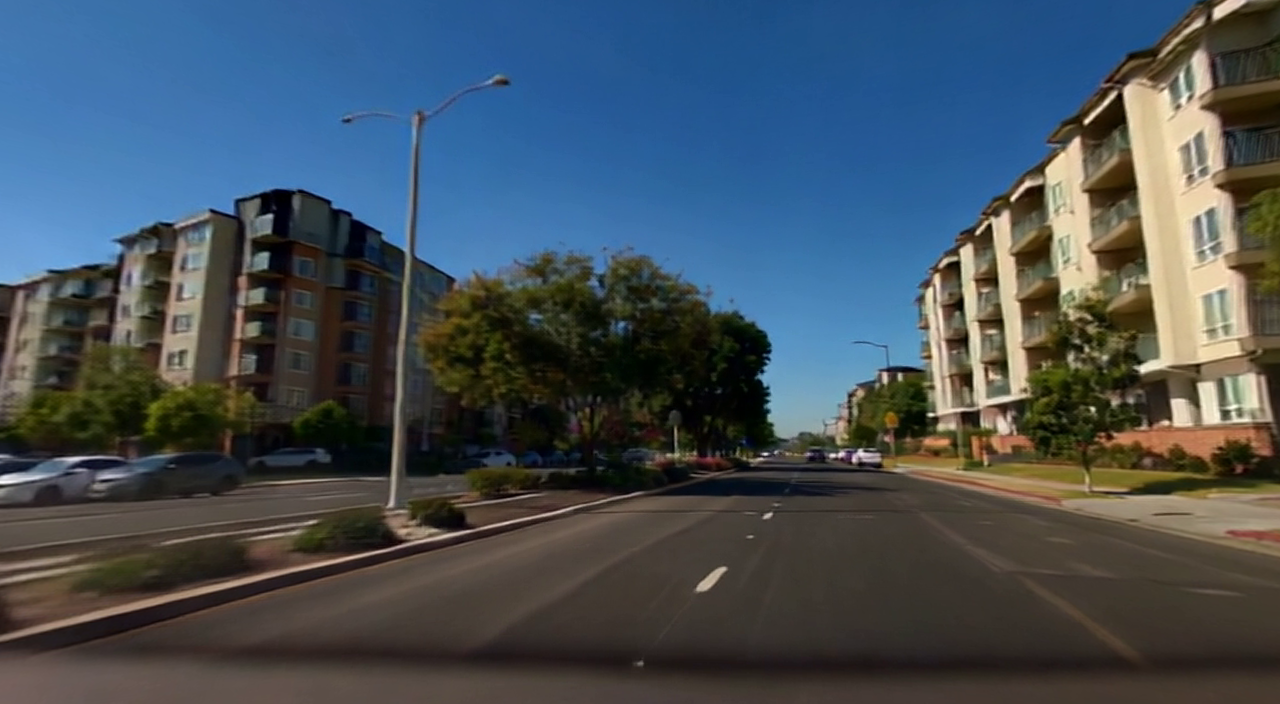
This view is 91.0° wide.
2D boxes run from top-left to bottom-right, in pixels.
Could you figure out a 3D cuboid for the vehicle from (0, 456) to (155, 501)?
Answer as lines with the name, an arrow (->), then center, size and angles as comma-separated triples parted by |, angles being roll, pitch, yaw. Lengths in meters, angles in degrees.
vehicle -> -22.360, 4.990, 25.190 | 1.816, 1.496, 4.384 | -3, -9, 14
